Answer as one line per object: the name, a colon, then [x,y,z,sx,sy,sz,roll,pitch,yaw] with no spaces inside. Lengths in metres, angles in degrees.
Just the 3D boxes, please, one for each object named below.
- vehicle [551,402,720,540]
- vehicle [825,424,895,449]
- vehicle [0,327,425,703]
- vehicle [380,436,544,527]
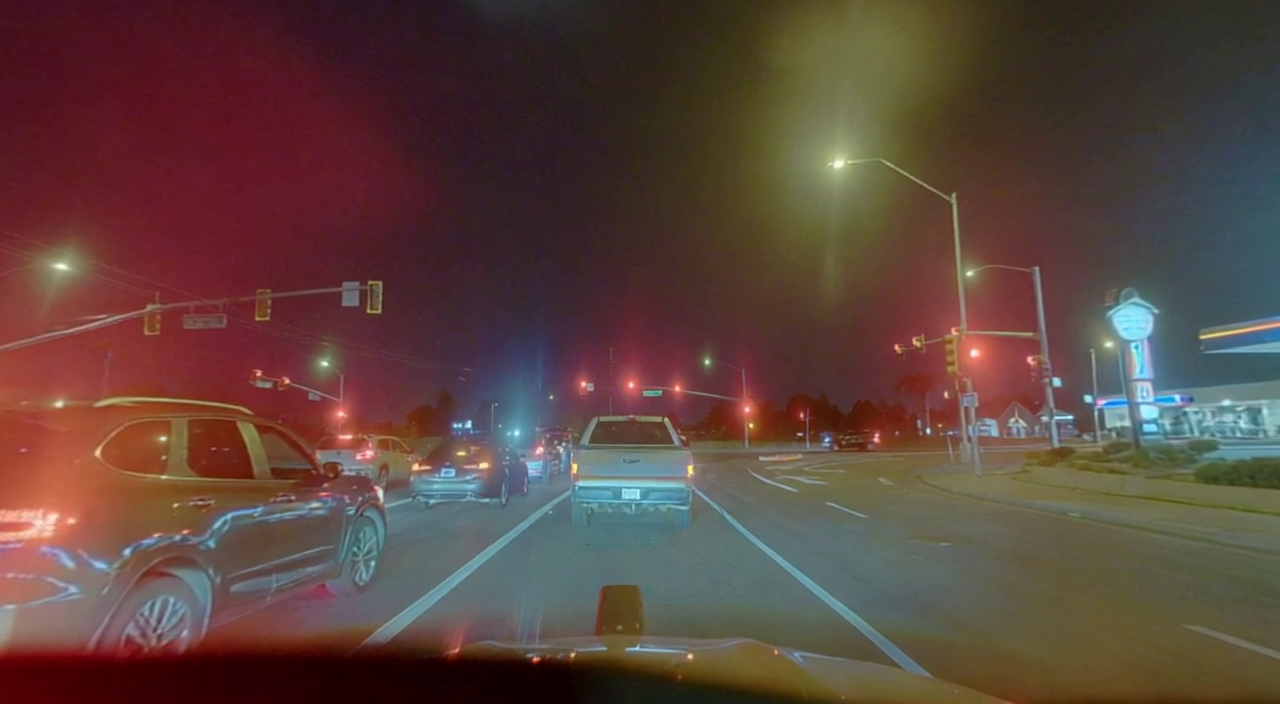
vehicle: [-0.083,1.945,10.918,2.224,1.819,5.005,0,-9,-1]
vehicle: [16.027,6.160,46.044,4.548,1.730,2.013,3,-9,-22]
vehicle: [-3.310,1.073,4.376,2.096,1.718,4.266,0,-9,0]
vehicle: [-3.149,2.367,12.142,1.881,1.424,4.098,0,-9,1]
